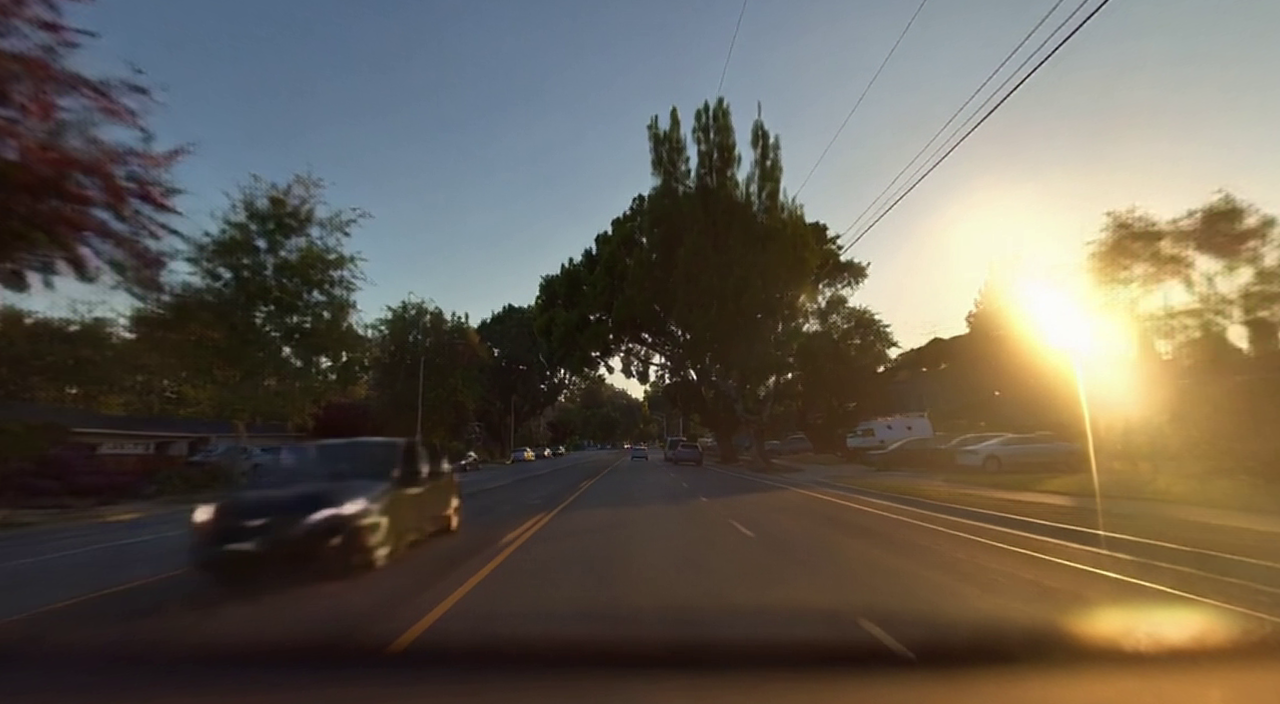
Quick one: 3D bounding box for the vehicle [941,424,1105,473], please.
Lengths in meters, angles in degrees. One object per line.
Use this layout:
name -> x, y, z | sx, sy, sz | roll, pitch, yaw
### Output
vehicle -> 12.600, 3.208, 21.024 | 4.183, 1.516, 1.884 | -1, -8, 2

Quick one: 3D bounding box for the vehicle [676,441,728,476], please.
vehicle -> 2.928, 5.146, 30.751 | 1.983, 1.557, 4.078 | 0, -8, -2

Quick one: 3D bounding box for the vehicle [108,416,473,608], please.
vehicle -> -3.692, 1.745, 7.853 | 2.076, 1.688, 4.284 | 0, -8, 0
